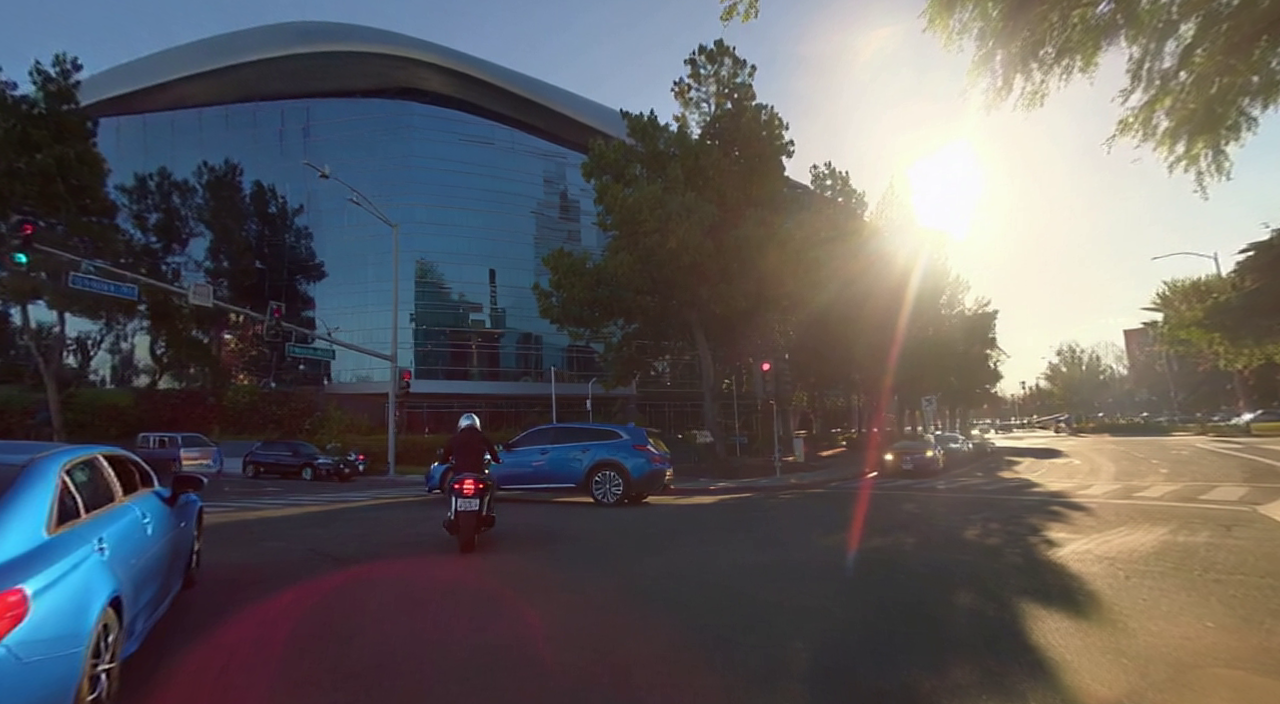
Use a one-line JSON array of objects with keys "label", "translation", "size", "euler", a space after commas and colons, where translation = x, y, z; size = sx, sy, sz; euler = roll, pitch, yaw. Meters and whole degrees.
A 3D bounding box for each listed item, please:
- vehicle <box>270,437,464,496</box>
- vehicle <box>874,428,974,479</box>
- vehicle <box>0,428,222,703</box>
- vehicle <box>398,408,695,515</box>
[{"label": "vehicle", "translation": [-7.280, 3.085, 17.153], "size": [4.401, 1.480, 1.864], "euler": [-1, -8, 3]}, {"label": "vehicle", "translation": [10.458, 3.651, 23.045], "size": [2.084, 1.656, 4.583], "euler": [-7, -11, 39]}, {"label": "vehicle", "translation": [-4.229, 1.295, 4.279], "size": [2.009, 1.450, 4.182], "euler": [6, -10, -36]}, {"label": "vehicle", "translation": [-1.980, 2.293, 13.660], "size": [5.833, 1.960, 2.341], "euler": [2, -9, -16]}]
